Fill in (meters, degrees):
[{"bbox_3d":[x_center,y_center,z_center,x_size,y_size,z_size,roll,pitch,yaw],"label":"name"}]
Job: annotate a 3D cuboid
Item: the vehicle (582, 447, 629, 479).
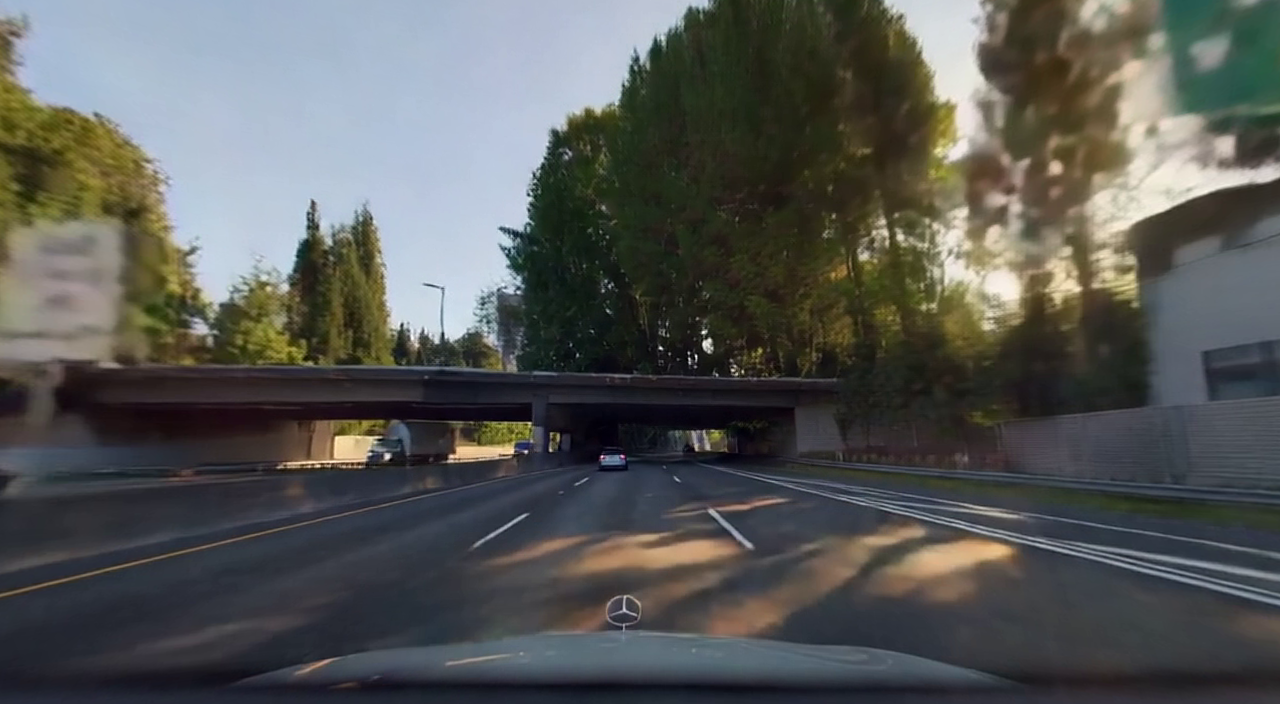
[{"bbox_3d":[-1.680,5.587,31.997,2.035,1.513,4.272,0,-9,1],"label":"vehicle"}]
